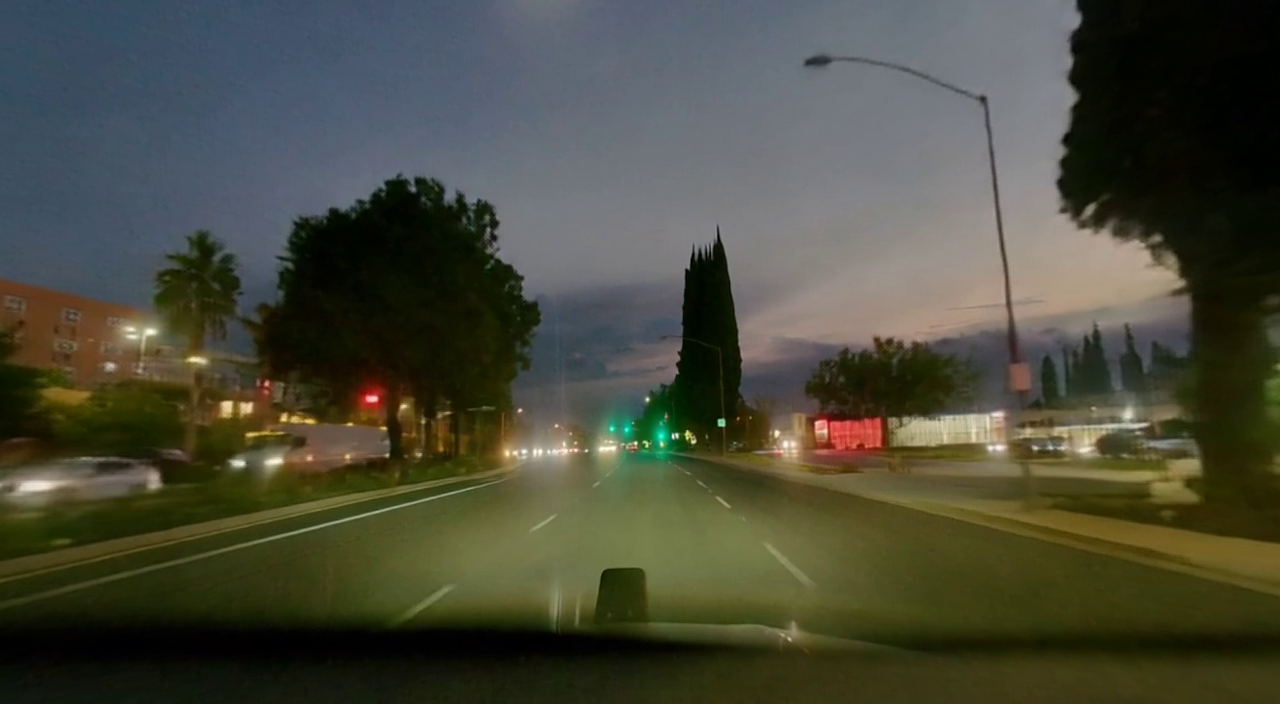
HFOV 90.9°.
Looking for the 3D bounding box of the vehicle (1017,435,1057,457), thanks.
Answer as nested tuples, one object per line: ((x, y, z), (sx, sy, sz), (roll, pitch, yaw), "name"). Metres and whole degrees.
((27.143, 6.433, 43.192), (2.002, 1.460, 4.533), (-5, -9, 29), "vehicle")

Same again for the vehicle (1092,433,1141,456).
((32.803, 6.373, 43.485), (1.826, 1.478, 4.336), (-4, -9, 26), "vehicle")

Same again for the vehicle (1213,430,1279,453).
((41.725, 6.202, 43.414), (1.895, 1.496, 3.889), (-3, -9, 20), "vehicle")

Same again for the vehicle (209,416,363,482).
((-20.965, 5.900, 38.594), (3.141, 3.464, 11.209), (0, -8, -1), "vehicle")

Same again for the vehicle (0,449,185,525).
((-13.827, 3.148, 15.374), (1.914, 1.496, 4.742), (0, -8, 0), "vehicle")

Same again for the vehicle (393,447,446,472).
((-14.119, 6.892, 40.615), (1.830, 1.474, 4.623), (0, -8, -2), "vehicle")

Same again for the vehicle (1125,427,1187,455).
((35.690, 6.191, 43.719), (2.129, 1.846, 4.542), (-4, -9, 24), "vehicle")

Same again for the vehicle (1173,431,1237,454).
((38.211, 6.152, 42.739), (1.894, 1.462, 4.345), (-4, -9, 24), "vehicle")
